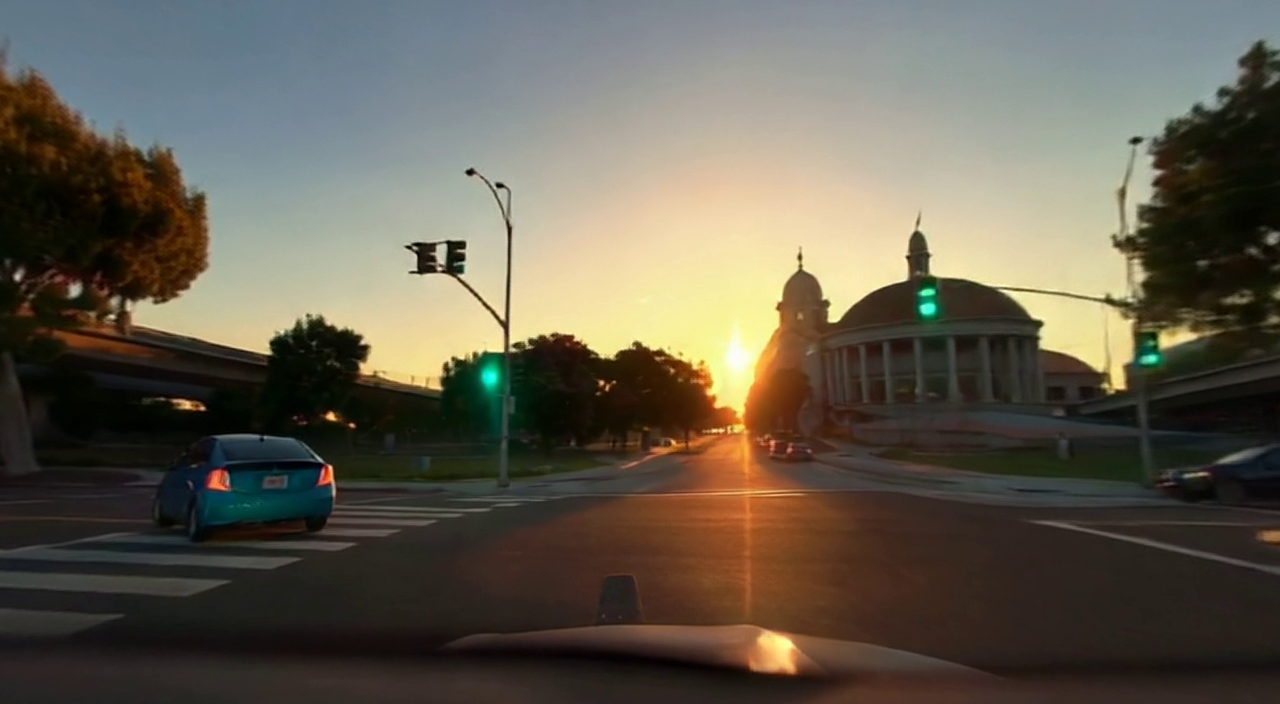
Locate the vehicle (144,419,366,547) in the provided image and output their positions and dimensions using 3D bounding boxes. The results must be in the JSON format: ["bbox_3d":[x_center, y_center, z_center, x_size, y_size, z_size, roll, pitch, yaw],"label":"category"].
[{"bbox_3d":[-6.166,1.939,9.948,3.772,1.584,1.976,-8,-12,44],"label":"vehicle"}]
